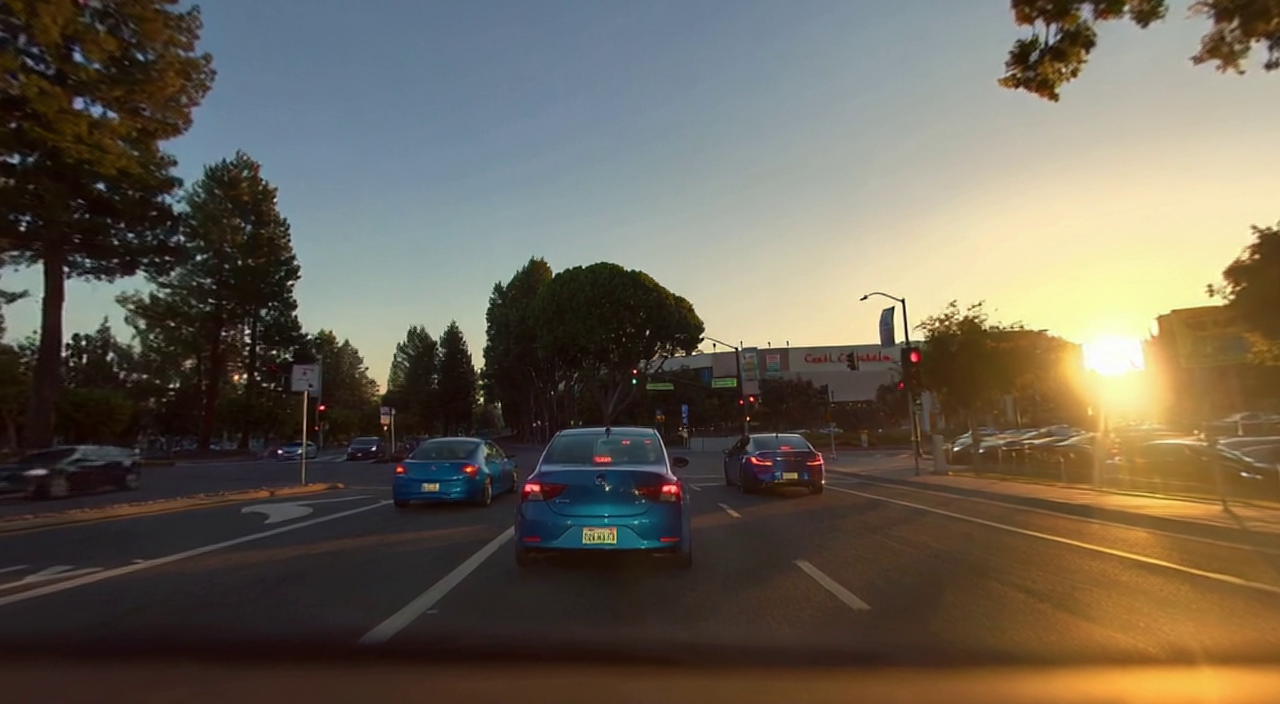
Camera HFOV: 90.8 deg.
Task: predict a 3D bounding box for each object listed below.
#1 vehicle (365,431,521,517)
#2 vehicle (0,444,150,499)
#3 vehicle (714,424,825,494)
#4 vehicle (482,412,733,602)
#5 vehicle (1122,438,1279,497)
[{"bbox_3d":[-3.745,2.380,12.798,1.998,1.452,3.773,0,-8,-1],"label":"vehicle"},{"bbox_3d":[-20.111,4.133,22.273,1.982,1.712,4.511,0,-8,0],"label":"vehicle"},{"bbox_3d":[3.426,2.922,17.569,2.028,1.678,4.220,0,-8,-2],"label":"vehicle"},{"bbox_3d":[-0.361,1.577,7.338,2.045,1.533,4.183,0,-8,-3],"label":"vehicle"},{"bbox_3d":[15.184,2.942,16.325,3.951,1.418,1.842,0,-8,-2],"label":"vehicle"}]
